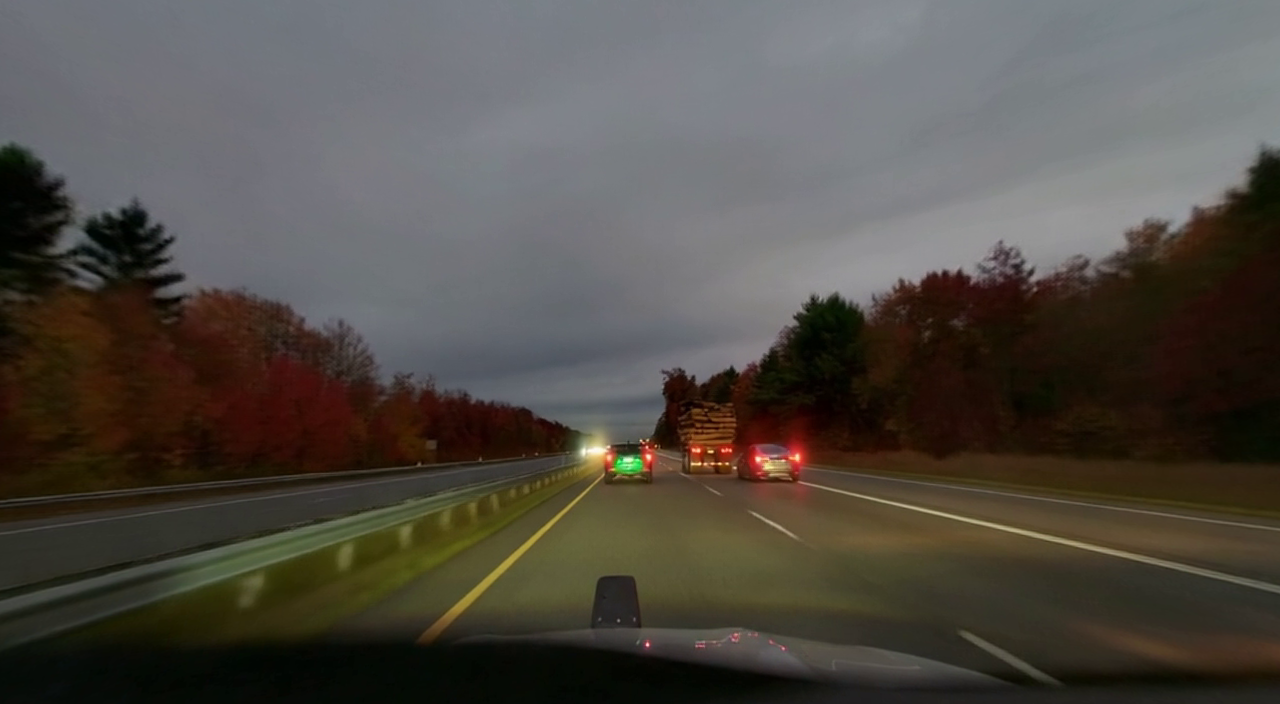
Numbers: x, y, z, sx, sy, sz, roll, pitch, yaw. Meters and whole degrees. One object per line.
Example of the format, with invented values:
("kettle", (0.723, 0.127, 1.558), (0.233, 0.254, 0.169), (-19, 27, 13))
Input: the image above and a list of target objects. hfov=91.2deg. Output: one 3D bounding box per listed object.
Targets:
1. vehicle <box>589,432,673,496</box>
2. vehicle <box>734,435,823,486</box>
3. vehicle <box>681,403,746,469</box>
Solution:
("vehicle", (-0.248, 3.322, 18.942), (2.263, 1.699, 3.936), (-1, -9, 0))
("vehicle", (4.895, 3.911, 22.933), (2.057, 1.660, 4.525), (0, -9, -2))
("vehicle", (4.638, 5.632, 41.674), (3.125, 3.895, 8.461), (0, -9, -1))
